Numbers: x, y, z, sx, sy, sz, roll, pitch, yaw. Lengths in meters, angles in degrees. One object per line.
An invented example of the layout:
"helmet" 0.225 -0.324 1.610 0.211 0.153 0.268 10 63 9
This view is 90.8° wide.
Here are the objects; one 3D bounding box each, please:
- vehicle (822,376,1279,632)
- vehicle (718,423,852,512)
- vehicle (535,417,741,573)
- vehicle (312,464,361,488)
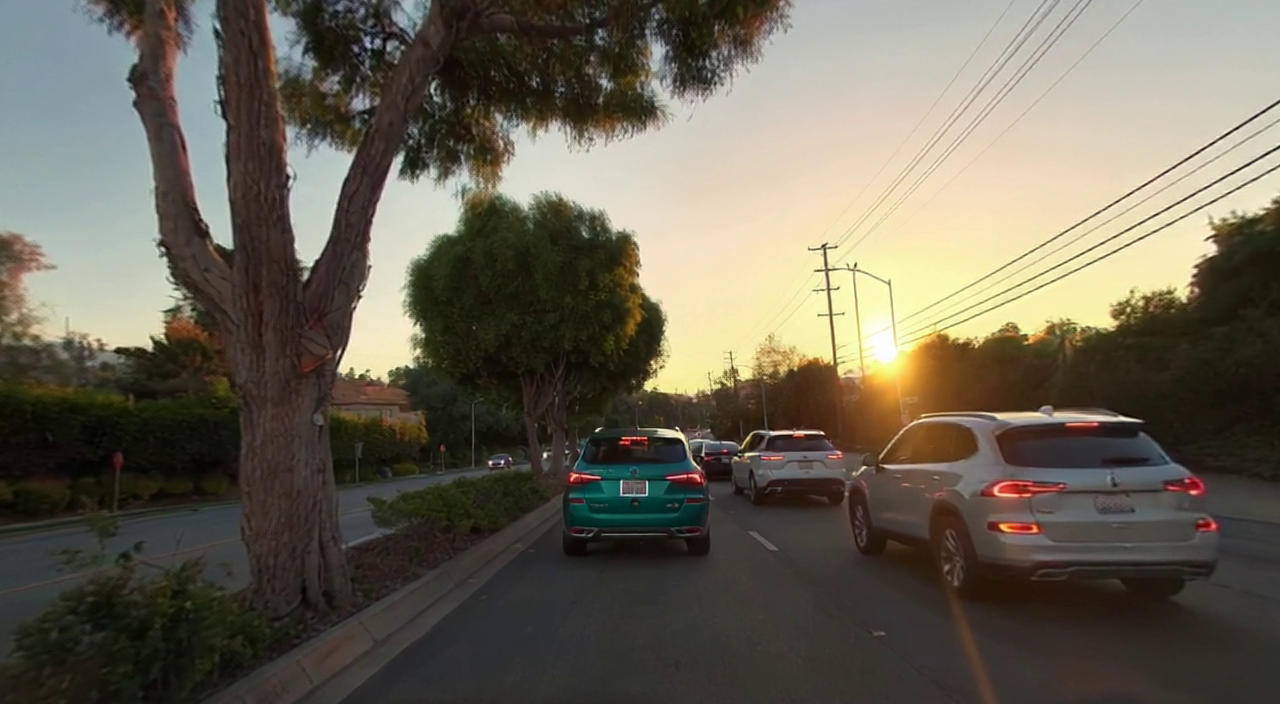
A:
"vehicle" 3.512 1.328 6.431 2.001 1.707 4.250 0 -8 -1
"vehicle" 3.276 2.719 15.353 2.097 1.818 4.625 0 -8 -1
"vehicle" -0.064 1.845 8.943 2.199 1.641 4.232 0 -8 -1
"vehicle" -22.906 9.368 47.827 1.847 1.554 3.926 0 -8 -1
